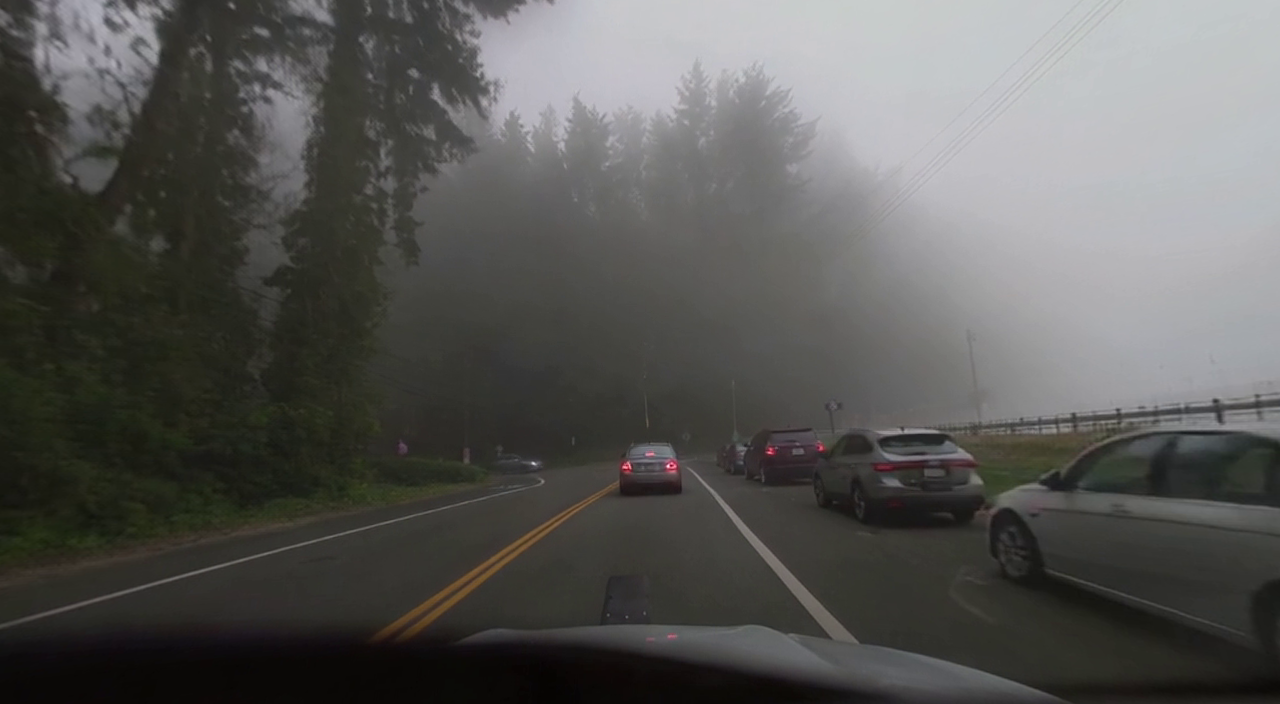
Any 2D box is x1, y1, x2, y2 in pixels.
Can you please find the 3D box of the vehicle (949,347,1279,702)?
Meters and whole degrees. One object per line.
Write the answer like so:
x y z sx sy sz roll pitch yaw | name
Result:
4.162 0.997 4.162 1.969 1.738 4.515 0 -8 1 | vehicle

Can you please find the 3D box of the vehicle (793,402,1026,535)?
4.263 1.920 10.978 2.093 1.822 4.483 0 -8 1 | vehicle

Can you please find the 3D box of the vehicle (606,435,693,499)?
0.290 3.034 17.109 2.078 1.521 4.058 0 -8 2 | vehicle
